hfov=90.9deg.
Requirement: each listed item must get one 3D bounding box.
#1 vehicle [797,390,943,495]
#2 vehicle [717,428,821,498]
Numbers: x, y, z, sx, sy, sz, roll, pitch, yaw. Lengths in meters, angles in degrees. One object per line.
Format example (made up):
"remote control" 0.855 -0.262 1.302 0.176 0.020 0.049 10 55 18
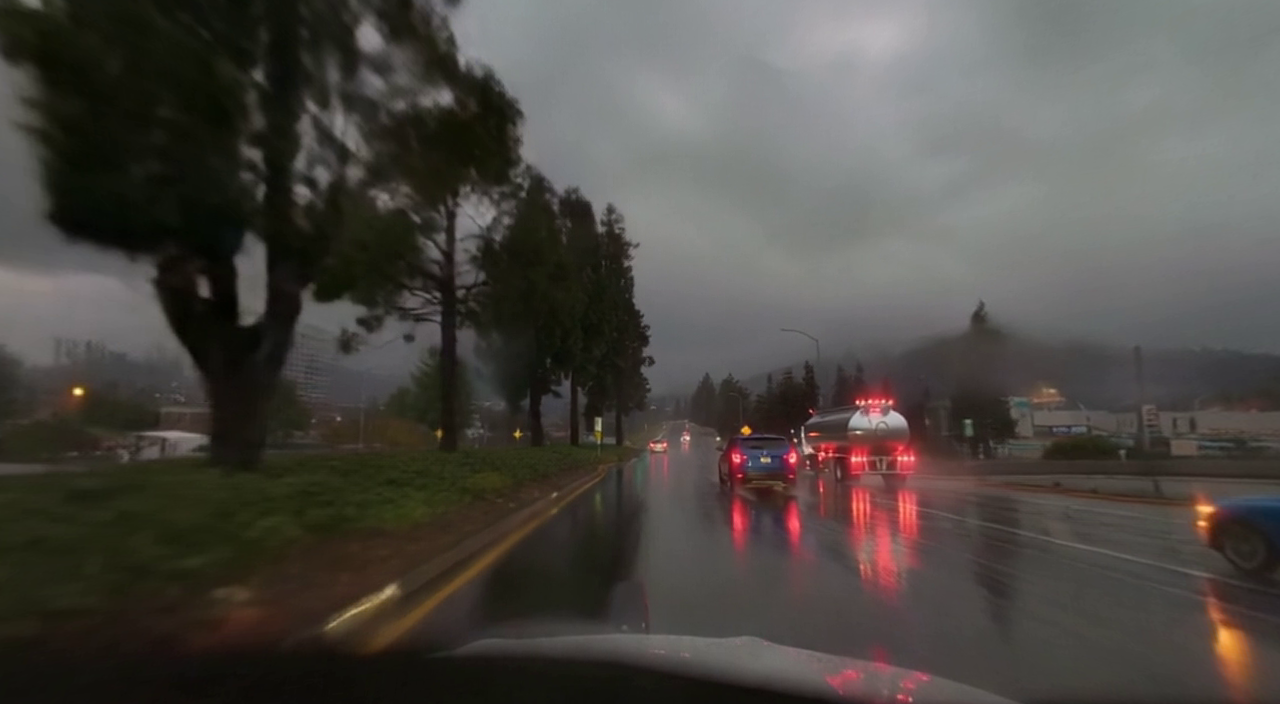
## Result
"vehicle" 7.898 3.249 22.671 2.849 3.207 6.275 0 -8 0
"vehicle" 3.514 3.121 18.113 2.045 1.729 4.532 0 -8 0
